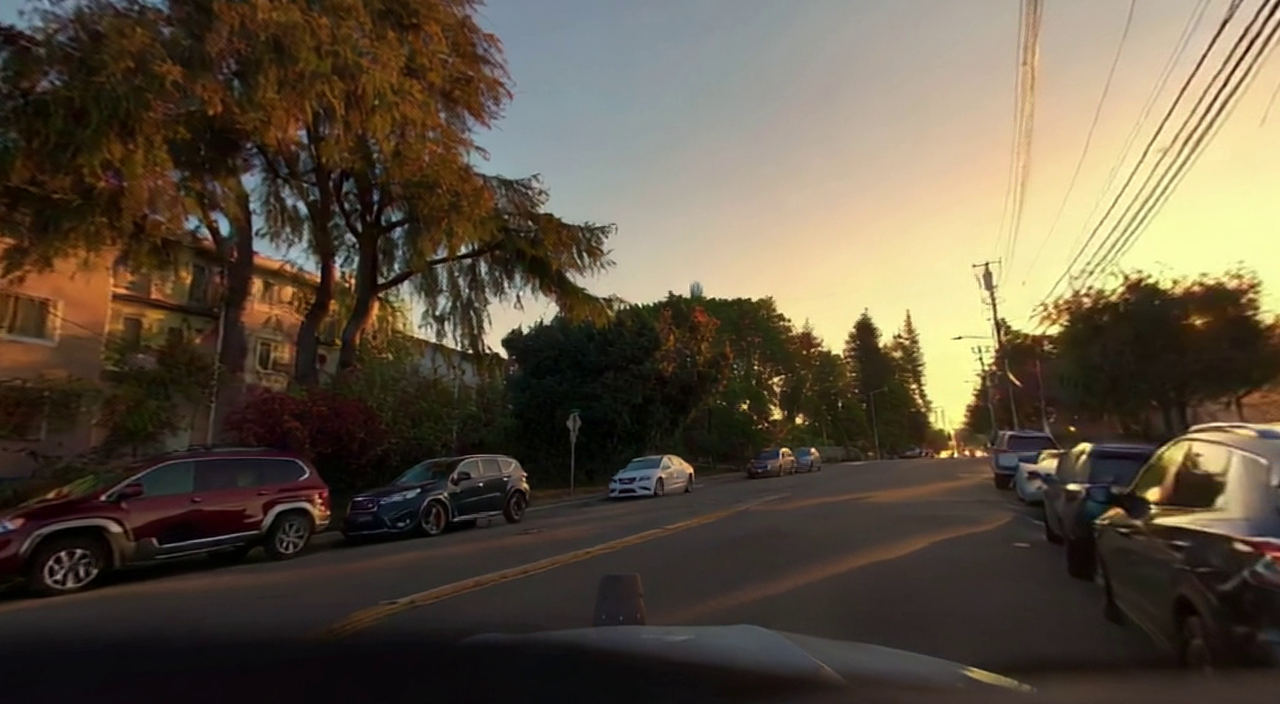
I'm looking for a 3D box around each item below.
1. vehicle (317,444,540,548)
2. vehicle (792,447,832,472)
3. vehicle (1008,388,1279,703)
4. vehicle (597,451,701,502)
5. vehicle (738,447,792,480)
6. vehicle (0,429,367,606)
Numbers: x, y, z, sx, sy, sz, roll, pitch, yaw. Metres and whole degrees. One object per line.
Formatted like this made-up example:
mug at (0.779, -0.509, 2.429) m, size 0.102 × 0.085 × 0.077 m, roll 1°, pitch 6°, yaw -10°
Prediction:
vehicle at (-4.386, 3.092, 13.915) m, size 2.068 × 1.745 × 4.579 m, roll -11°, pitch -14°, yaw 23°
vehicle at (13.463, 8.424, 49.251) m, size 1.953 × 1.699 × 4.234 m, roll -10°, pitch -15°, yaw 27°
vehicle at (3.522, 1.139, 3.698) m, size 2.030 × 1.535 × 4.683 m, roll -4°, pitch -9°, yaw 27°
vehicle at (0.453, 4.770, 24.506) m, size 2.017 × 1.582 × 4.664 m, roll -11°, pitch -13°, yaw 26°
vehicle at (7.619, 6.645, 38.099) m, size 2.011 × 1.801 × 4.676 m, roll -4°, pitch -9°, yaw 26°
vehicle at (-6.768, 2.307, 9.216) m, size 1.973 × 1.848 × 5.100 m, roll -12°, pitch -14°, yaw 23°
